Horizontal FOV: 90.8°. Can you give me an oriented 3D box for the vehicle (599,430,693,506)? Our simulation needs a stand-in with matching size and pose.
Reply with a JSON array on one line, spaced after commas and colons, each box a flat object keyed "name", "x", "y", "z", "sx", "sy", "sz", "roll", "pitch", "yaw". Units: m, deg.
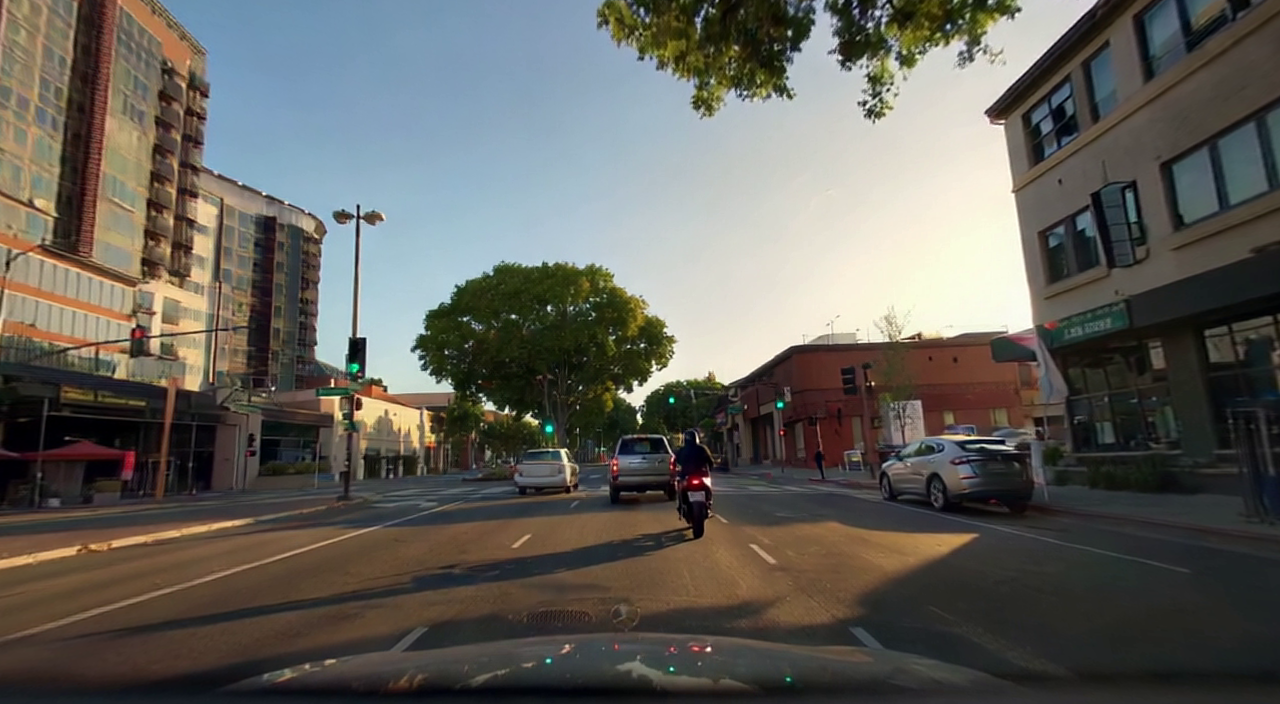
[{"name": "vehicle", "x": 0.160, "y": 3.081, "z": 17.236, "sx": 2.223, "sy": 1.775, "sz": 4.250, "roll": 0, "pitch": -8, "yaw": 0}]

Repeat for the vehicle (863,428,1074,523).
[{"name": "vehicle", "x": 7.161, "y": 2.725, "z": 14.600, "sx": 2.018, "sy": 1.772, "sz": 4.968, "roll": 0, "pitch": -9, "yaw": -2}]

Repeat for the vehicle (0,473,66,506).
[{"name": "vehicle", "x": -39.795, "y": 8.661, "z": 39.901, "sx": 4.961, "sy": 1.878, "sz": 1.967, "roll": 0, "pitch": -9, "yaw": -2}]

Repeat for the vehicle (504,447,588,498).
[{"name": "vehicle", "x": -2.990, "y": 3.938, "z": 21.089, "sx": 2.014, "sy": 1.470, "sz": 4.552, "roll": -1, "pitch": -8, "yaw": 1}]
